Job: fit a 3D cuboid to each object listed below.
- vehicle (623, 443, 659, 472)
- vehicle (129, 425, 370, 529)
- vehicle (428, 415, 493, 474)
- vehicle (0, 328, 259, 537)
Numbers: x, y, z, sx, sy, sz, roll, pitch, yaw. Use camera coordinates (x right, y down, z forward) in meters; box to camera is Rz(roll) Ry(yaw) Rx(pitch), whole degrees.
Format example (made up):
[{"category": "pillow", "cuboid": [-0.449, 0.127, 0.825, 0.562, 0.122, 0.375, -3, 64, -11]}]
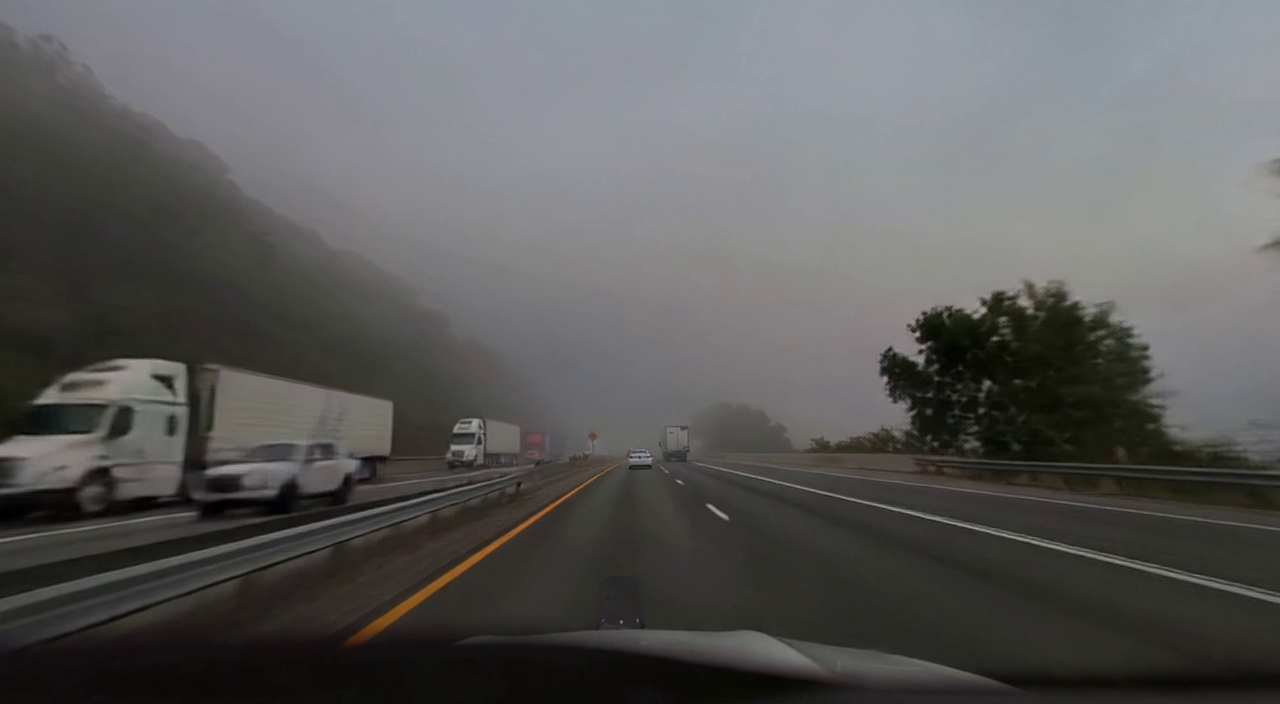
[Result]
[{"category": "vehicle", "cuboid": [0.026, 6.610, 39.592, 2.137, 1.689, 4.051, 0, -9, -1]}, {"category": "vehicle", "cuboid": [-8.477, 2.753, 14.538, 2.292, 1.917, 5.174, 0, -9, -1]}, {"category": "vehicle", "cuboid": [-12.969, 6.742, 46.030, 2.949, 3.947, 5.850, 0, -9, 0]}, {"category": "vehicle", "cuboid": [-12.687, 1.963, 15.134, 3.002, 3.963, 6.351, 0, -9, -1]}]
